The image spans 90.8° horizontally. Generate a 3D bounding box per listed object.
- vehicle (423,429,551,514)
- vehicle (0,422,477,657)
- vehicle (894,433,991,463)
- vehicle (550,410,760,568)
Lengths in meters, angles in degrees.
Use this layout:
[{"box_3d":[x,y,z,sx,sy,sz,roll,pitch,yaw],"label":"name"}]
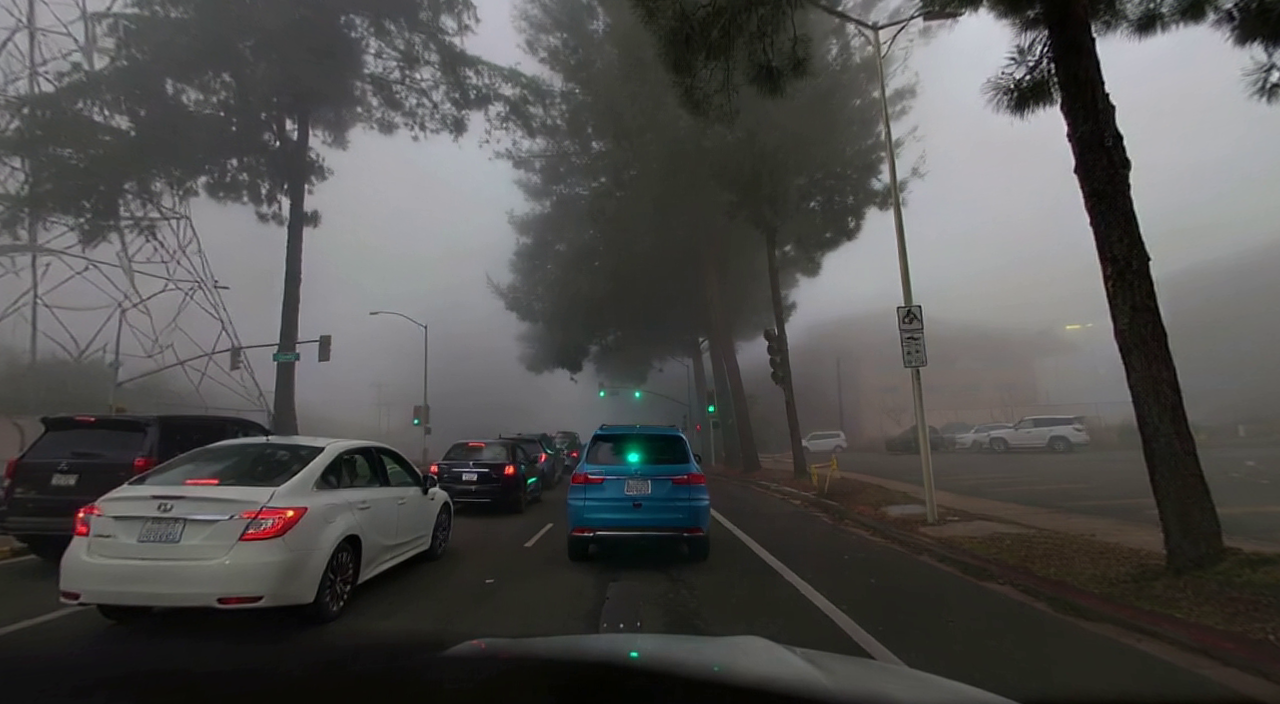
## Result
[{"box_3d":[-3.266,2.624,14.341,1.997,1.636,3.760,0,-8,-1],"label":"vehicle"},{"box_3d":[-3.169,1.522,6.315,1.973,1.469,4.448,0,-8,-1],"label":"vehicle"},{"box_3d":[15.105,4.808,31.711,3.858,1.437,1.899,0,-8,-4],"label":"vehicle"},{"box_3d":[0.092,1.775,8.947,2.239,1.661,4.224,0,-8,-2],"label":"vehicle"}]
